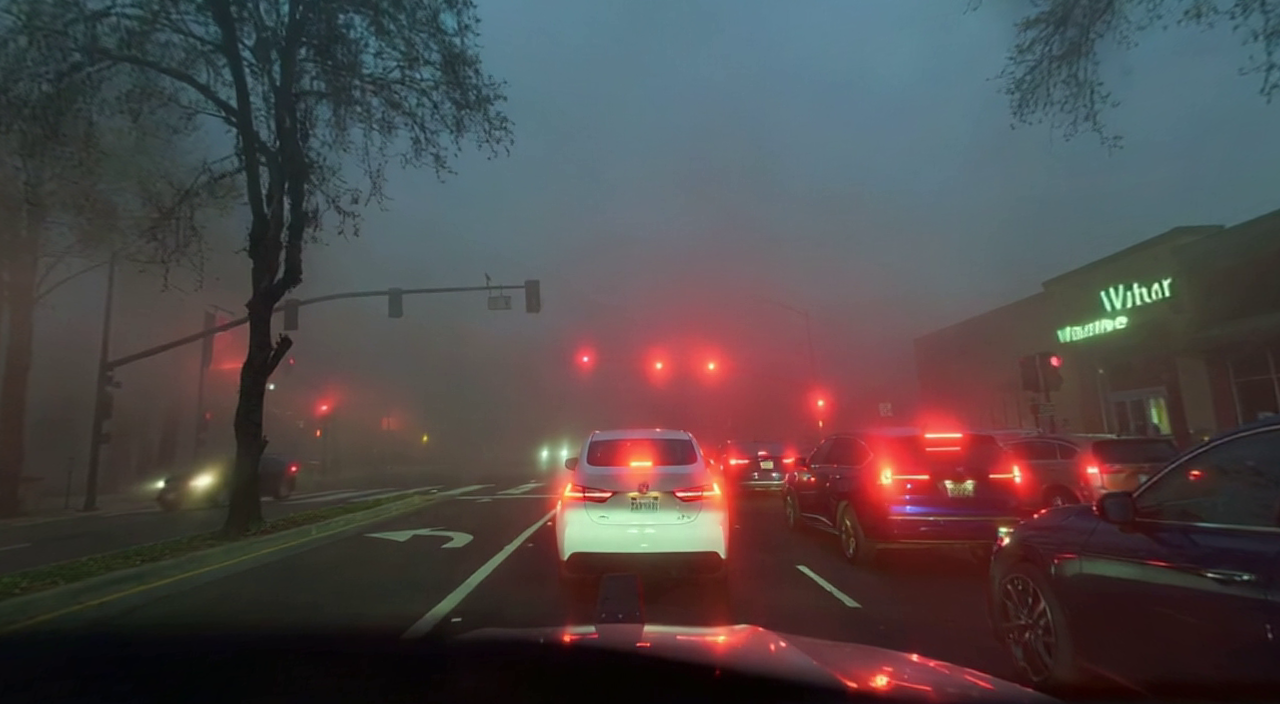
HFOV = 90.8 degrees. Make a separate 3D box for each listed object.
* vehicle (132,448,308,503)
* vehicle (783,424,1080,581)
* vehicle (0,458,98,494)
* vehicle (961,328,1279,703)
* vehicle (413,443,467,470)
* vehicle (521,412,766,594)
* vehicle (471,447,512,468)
[{"bbox_3d":[-13.927,4.046,21.218,2.269,1.604,4.265,-6,-10,31],"label":"vehicle"},{"bbox_3d":[3.321,1.780,8.293,1.865,1.496,4.170,0,-9,0],"label":"vehicle"},{"bbox_3d":[-27.235,5.493,28.062,4.285,1.427,1.883,3,-9,-23],"label":"vehicle"},{"bbox_3d":[2.984,0.708,1.568,2.075,1.661,4.401,0,-9,1],"label":"vehicle"},{"bbox_3d":[-15.076,7.889,48.044,2.395,1.903,4.860,-1,-9,2],"label":"vehicle"},{"bbox_3d":[0.006,1.617,7.514,2.154,1.577,3.723,0,-9,-1],"label":"vehicle"},{"bbox_3d":[-11.273,7.999,48.248,2.099,1.478,4.411,0,-9,0],"label":"vehicle"}]
